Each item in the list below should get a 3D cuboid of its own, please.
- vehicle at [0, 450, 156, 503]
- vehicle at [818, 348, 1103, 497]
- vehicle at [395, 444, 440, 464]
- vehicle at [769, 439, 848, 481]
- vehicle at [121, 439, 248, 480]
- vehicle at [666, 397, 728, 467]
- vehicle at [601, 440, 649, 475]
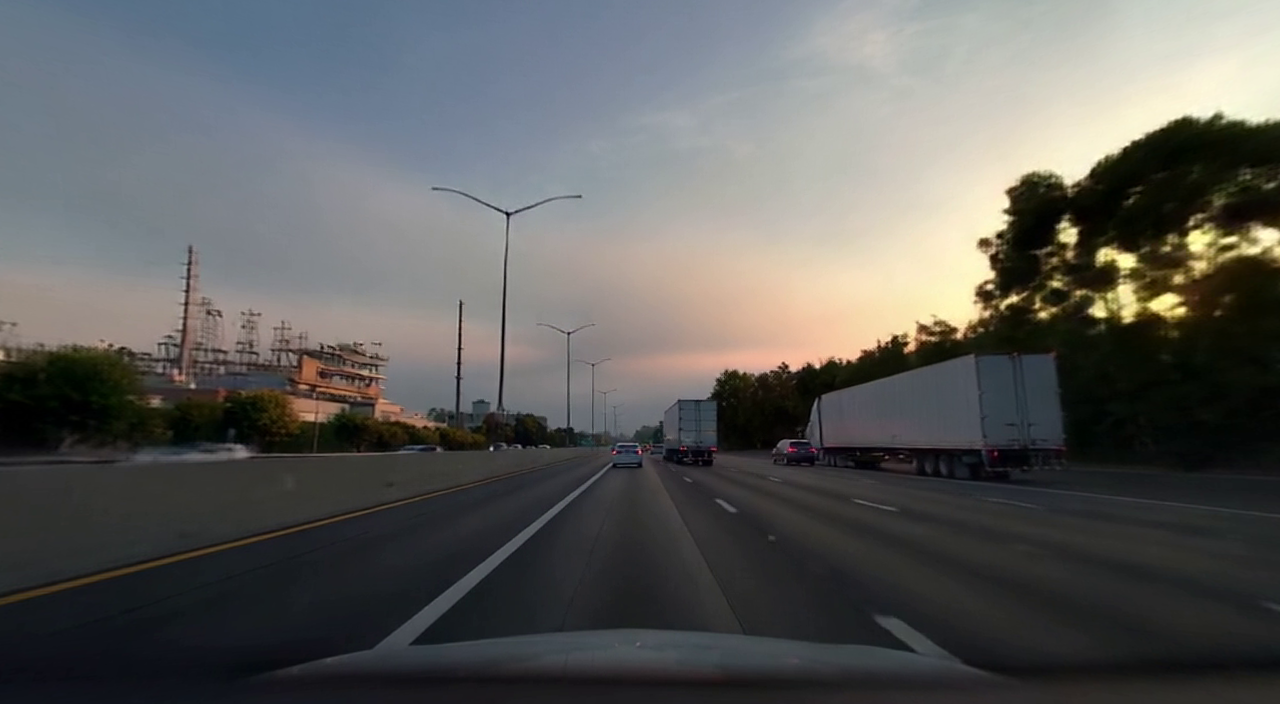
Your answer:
[{"bbox_3d":[-16.615,3.519,18.379,1.429,1.331,4.546,0,-9,0],"label":"vehicle"},{"bbox_3d":[11.348,3.252,26.298,2.898,4.171,17.188,0,-9,0],"label":"vehicle"},{"bbox_3d":[-16.830,7.755,48.057,1.781,1.477,4.274,0,-9,1],"label":"vehicle"},{"bbox_3d":[7.169,4.620,27.348,2.154,1.658,4.347,0,-9,-1],"label":"vehicle"},{"bbox_3d":[-20.327,4.821,28.562,1.991,1.643,5.048,0,-9,0],"label":"vehicle"},{"bbox_3d":[3.590,5.542,42.718,2.999,4.127,10.526,0,-9,-1],"label":"vehicle"},{"bbox_3d":[-0.667,5.072,30.583,2.163,1.551,4.180,0,-9,0],"label":"vehicle"}]
